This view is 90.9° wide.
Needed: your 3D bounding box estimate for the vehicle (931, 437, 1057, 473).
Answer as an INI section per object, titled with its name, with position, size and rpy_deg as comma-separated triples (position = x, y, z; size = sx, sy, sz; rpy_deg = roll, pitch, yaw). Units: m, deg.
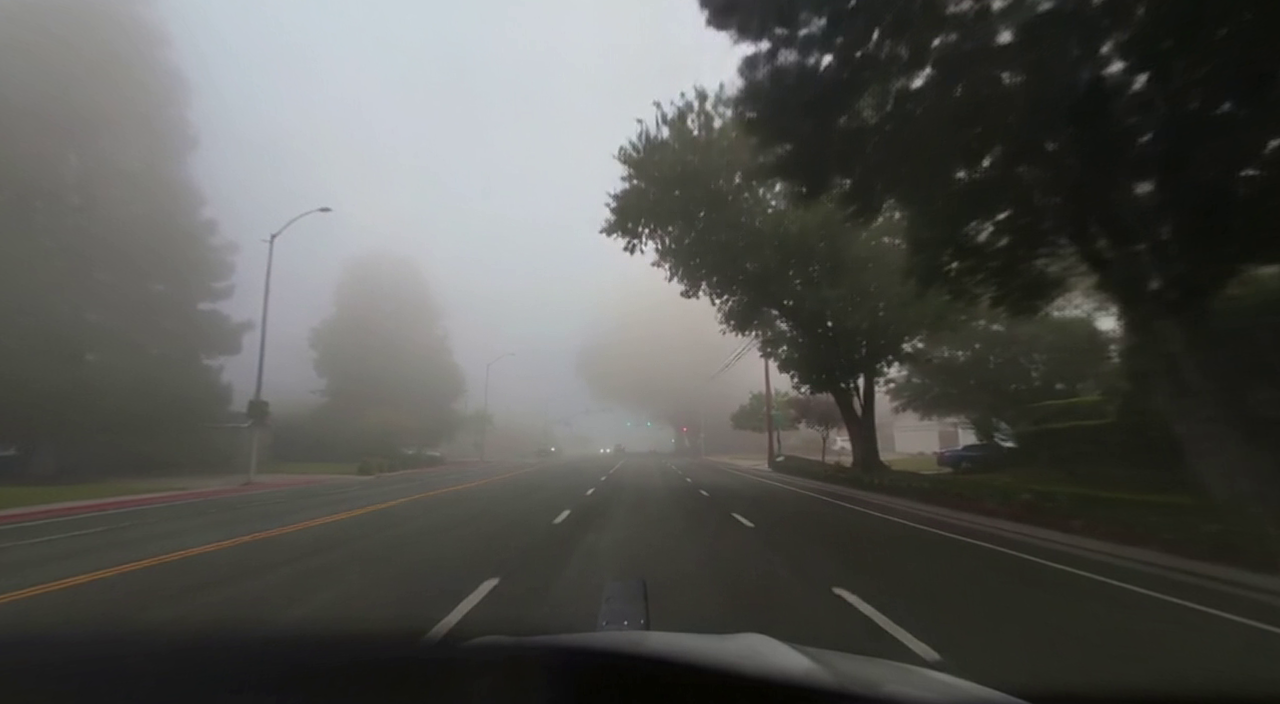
[vehicle]
position = 14.697, 4.289, 26.417
size = 4.253, 1.397, 1.717
rpy_deg = -3, -9, 18
